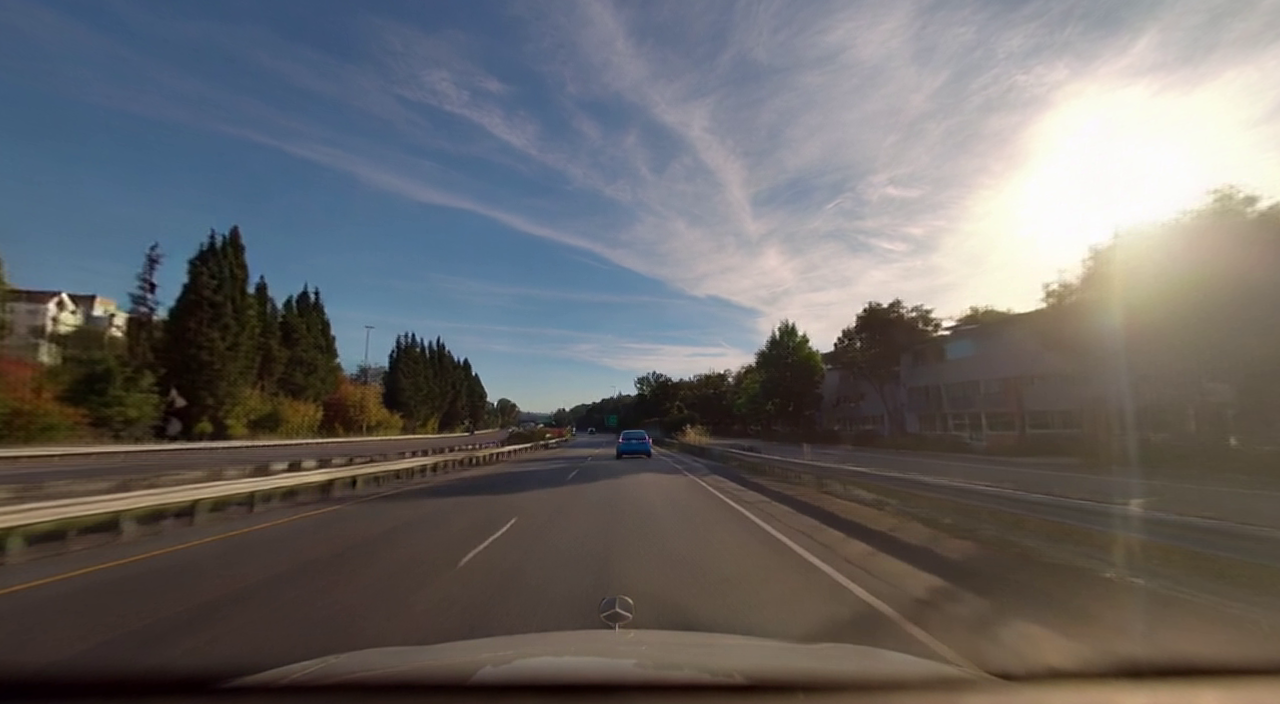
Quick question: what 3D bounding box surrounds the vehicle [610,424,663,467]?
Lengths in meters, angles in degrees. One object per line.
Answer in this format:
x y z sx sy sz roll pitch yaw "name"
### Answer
-0.171 3.826 26.051 2.020 1.633 3.942 0 -8 -1 "vehicle"
